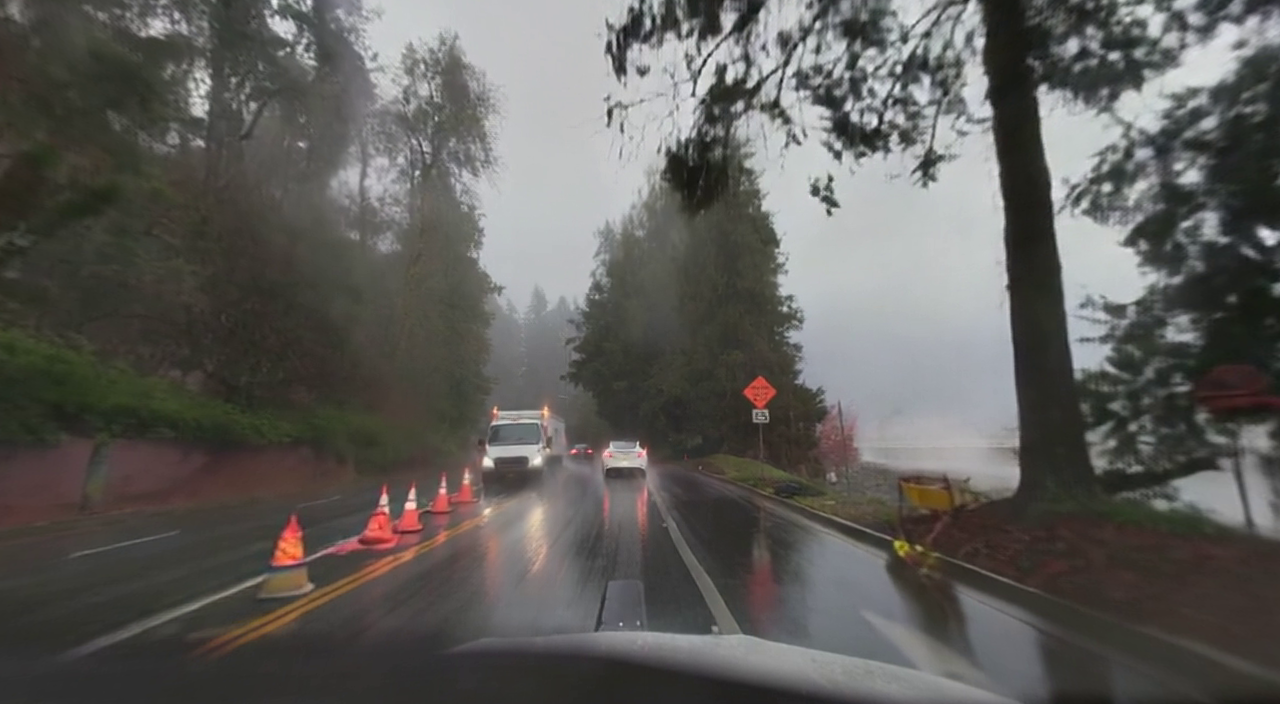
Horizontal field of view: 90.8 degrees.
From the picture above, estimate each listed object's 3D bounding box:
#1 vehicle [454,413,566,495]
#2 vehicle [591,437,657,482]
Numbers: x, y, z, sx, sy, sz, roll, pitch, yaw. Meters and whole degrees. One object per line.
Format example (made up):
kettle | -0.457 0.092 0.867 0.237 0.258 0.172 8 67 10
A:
vehicle | -3.657 3.054 19.173 2.671 2.053 6.074 1 -8 -6
vehicle | -0.634 3.901 23.250 2.186 1.463 4.356 0 -8 -3
